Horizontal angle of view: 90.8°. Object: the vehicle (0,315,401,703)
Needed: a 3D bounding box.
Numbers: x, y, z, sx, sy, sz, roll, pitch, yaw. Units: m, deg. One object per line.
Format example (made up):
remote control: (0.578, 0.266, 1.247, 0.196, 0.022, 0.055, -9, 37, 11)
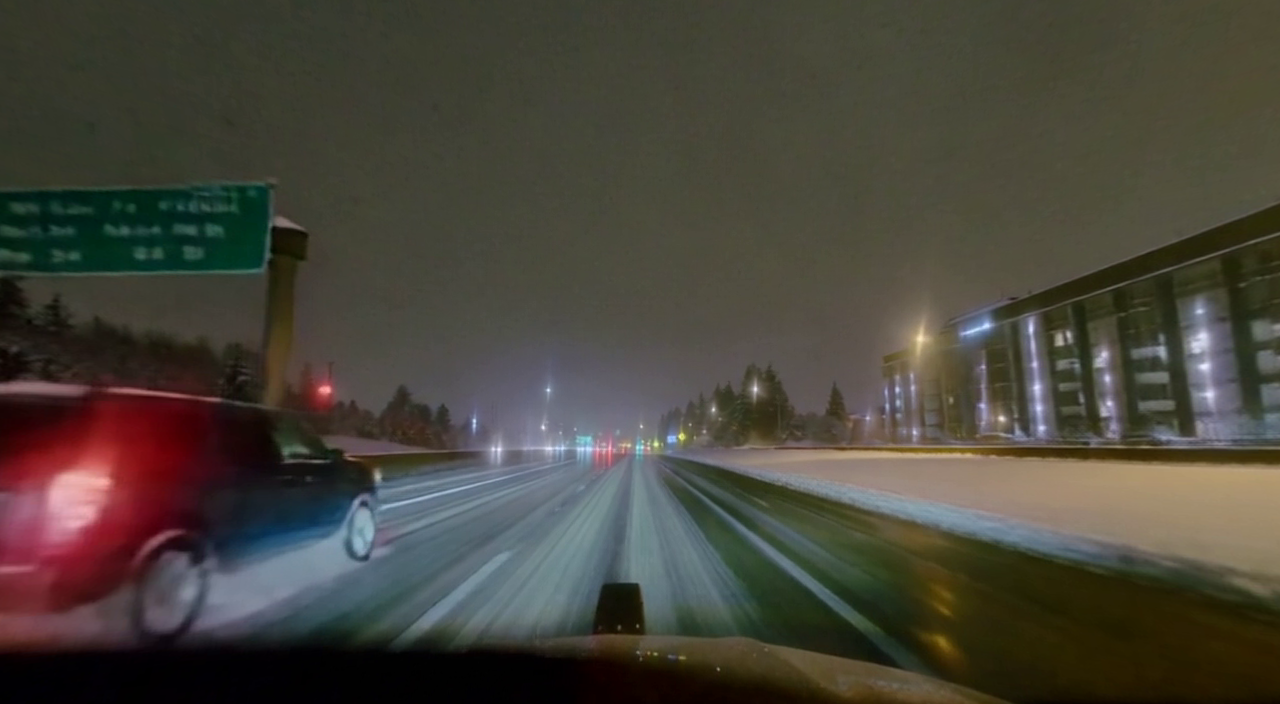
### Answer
vehicle: (-3.650, 1.020, 4.216, 2.145, 1.828, 4.867, 0, -8, 1)
